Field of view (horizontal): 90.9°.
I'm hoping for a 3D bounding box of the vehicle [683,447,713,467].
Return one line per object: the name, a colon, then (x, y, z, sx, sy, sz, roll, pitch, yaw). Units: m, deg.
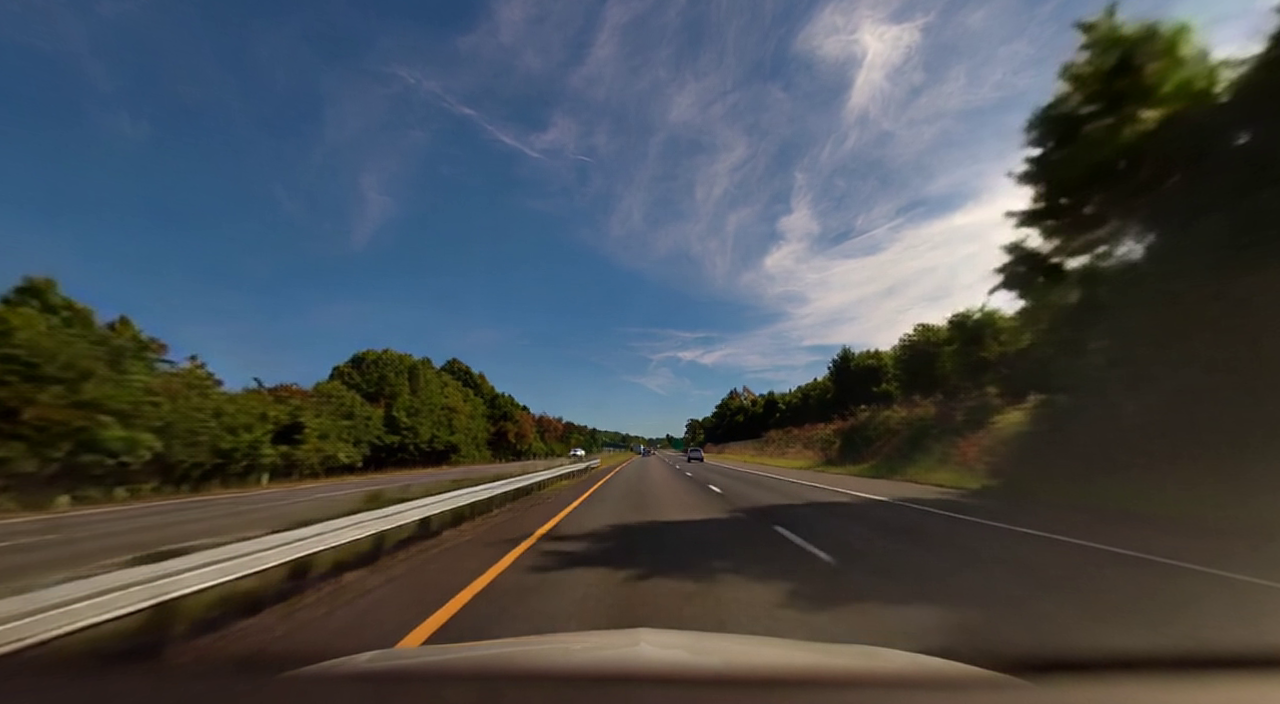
vehicle: (4.564, 8.292, 49.958, 1.984, 1.481, 4.376, 0, -8, 0)
